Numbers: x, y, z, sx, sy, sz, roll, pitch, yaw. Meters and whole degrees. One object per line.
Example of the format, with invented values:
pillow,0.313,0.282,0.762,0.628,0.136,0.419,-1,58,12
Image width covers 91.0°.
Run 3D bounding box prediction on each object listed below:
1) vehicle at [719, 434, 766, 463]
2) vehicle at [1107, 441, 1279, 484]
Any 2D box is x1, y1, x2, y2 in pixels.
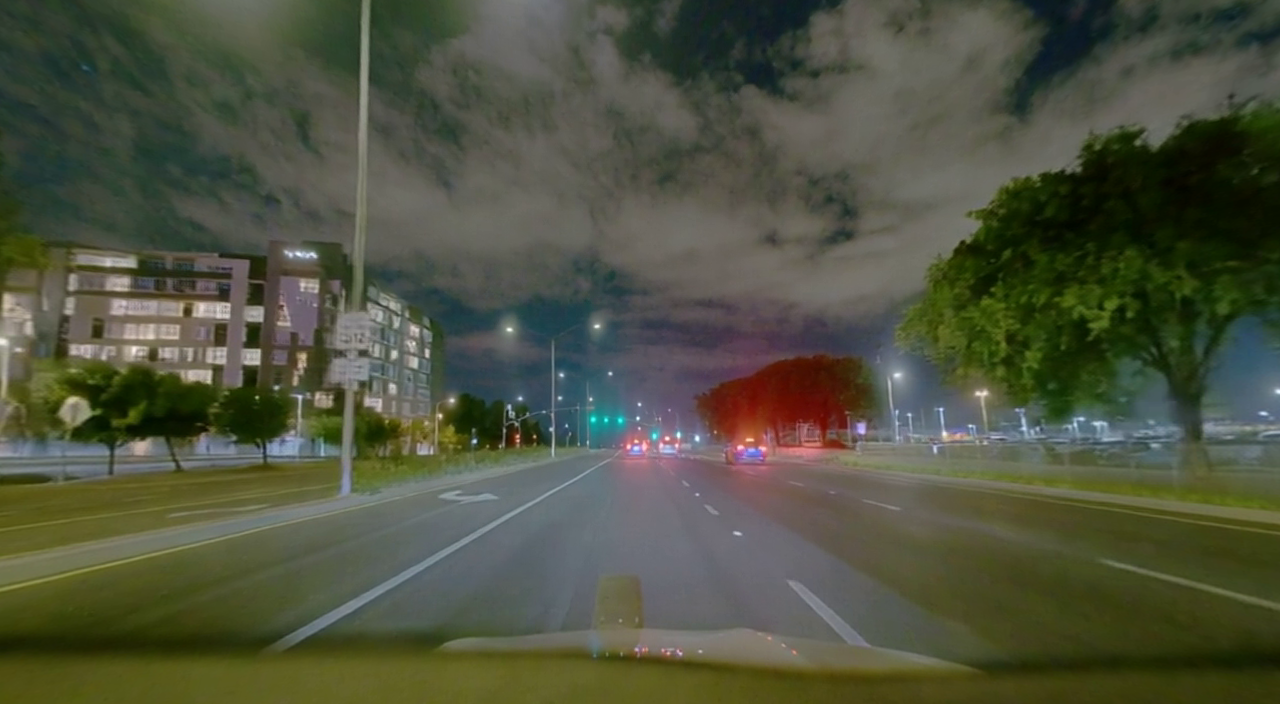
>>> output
vehicle,6.633,6.366,41.441,2.136,1.799,4.796,0,-9,-2
vehicle,19.907,3.952,22.626,4.653,1.438,1.939,0,-9,-2
